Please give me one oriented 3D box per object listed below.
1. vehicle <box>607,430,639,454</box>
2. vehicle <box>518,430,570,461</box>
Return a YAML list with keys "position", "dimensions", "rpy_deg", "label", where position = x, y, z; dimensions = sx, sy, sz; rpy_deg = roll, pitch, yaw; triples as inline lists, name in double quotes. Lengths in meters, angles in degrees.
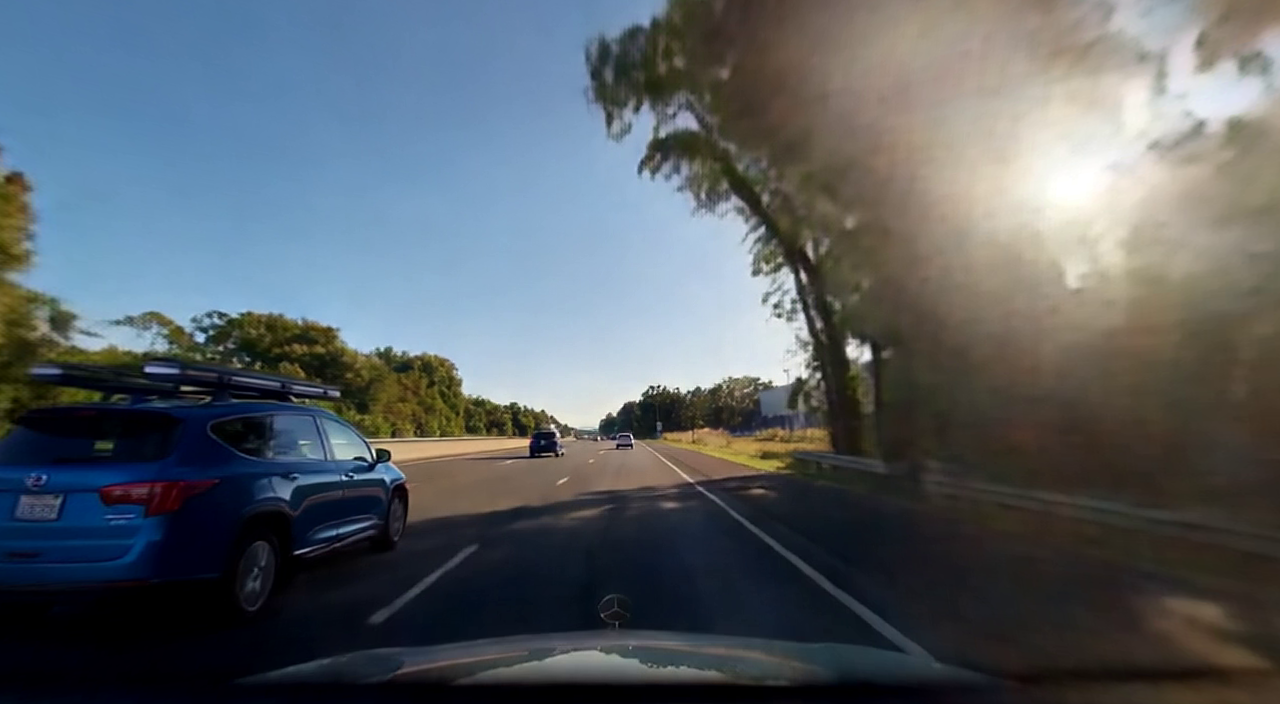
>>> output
- position: [-1.185, 6.446, 45.236]
  dimensions: [2.151, 1.618, 3.898]
  rpy_deg: [0, -8, -1]
  label: "vehicle"
- position: [-5.227, 5.172, 35.020]
  dimensions: [2.189, 1.580, 4.607]
  rpy_deg: [0, -8, 0]
  label: "vehicle"
